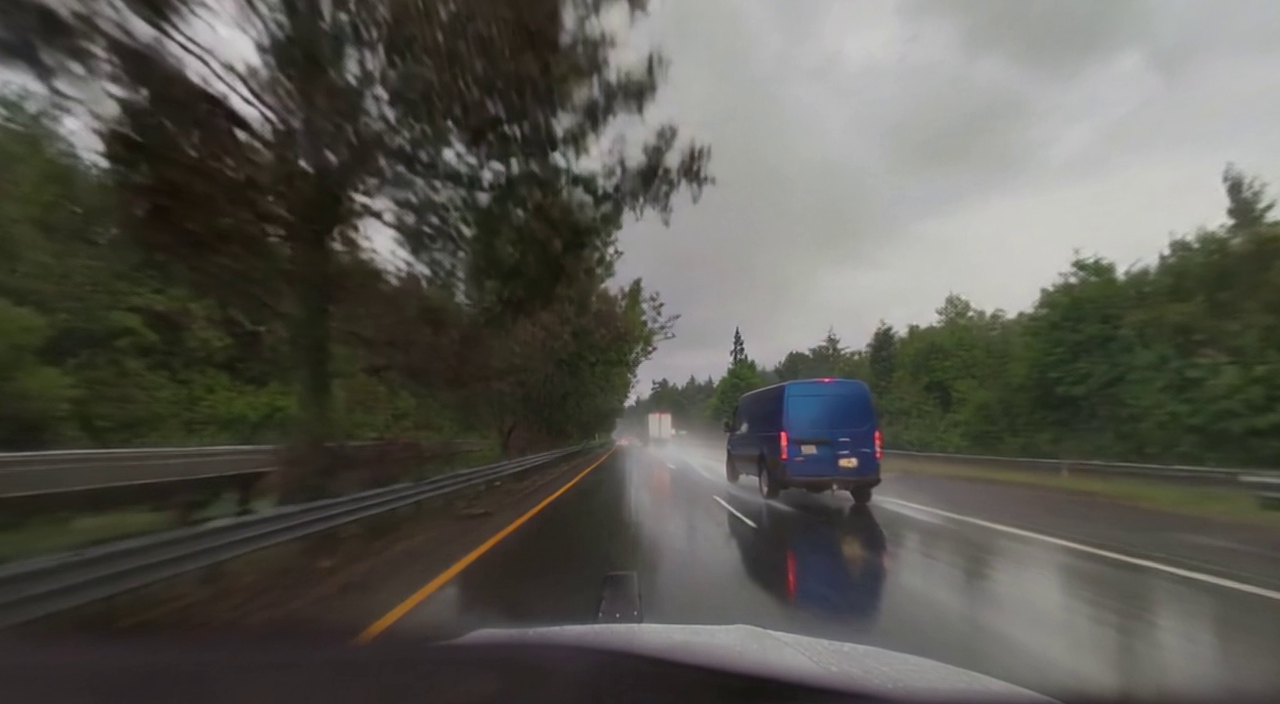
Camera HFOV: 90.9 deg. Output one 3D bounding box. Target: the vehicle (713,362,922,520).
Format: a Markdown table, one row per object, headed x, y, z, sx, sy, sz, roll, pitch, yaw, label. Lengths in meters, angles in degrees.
| x | y | z | sx | sy | sz | roll | pitch | yaw | label |
| --- | --- | --- | --- | --- | --- | --- | --- | --- | --- |
| 3.283 | 1.873 | 13.520 | 2.570 | 2.596 | 6.082 | 0 | -8 | -1 | vehicle |
